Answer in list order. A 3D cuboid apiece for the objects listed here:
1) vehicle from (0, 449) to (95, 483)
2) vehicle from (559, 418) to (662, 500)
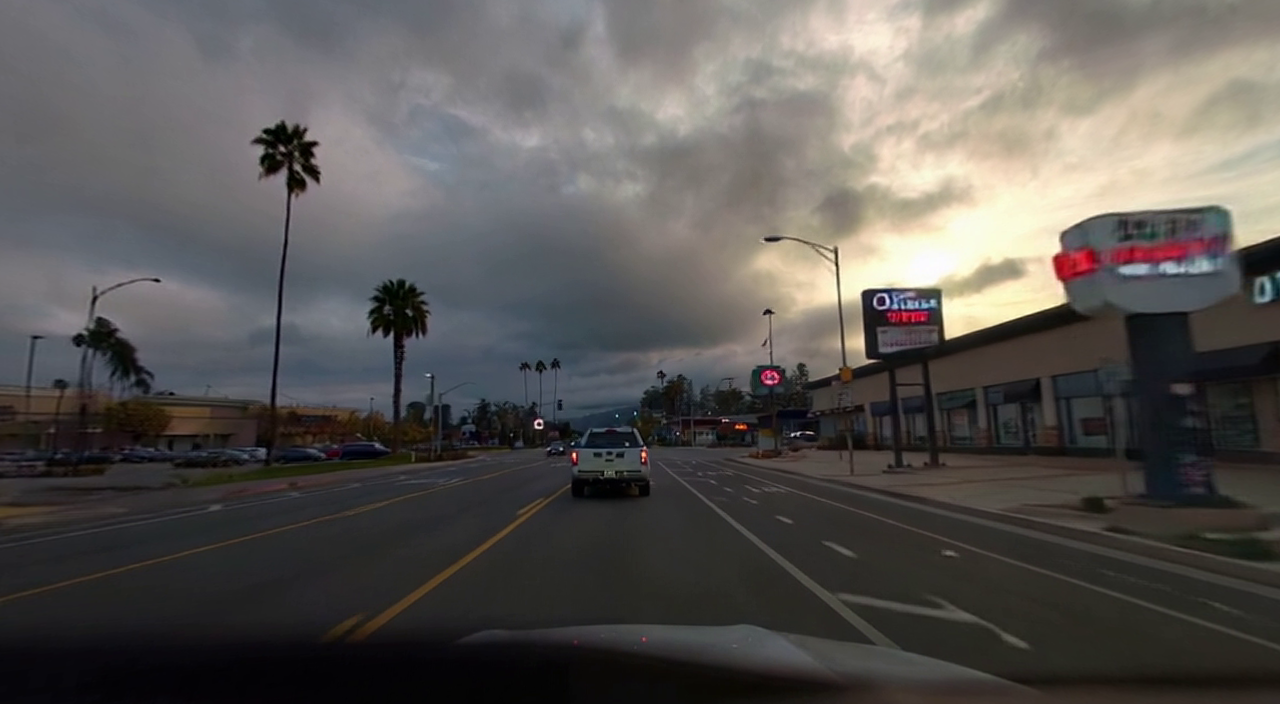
[{"bbox_3d":[-34.728,6.624,36.789,2.013,1.785,4.331,0,-9,-5],"label":"vehicle"},{"bbox_3d":[-0.677,2.627,15.806,2.239,1.763,4.096,0,-8,-1],"label":"vehicle"}]
